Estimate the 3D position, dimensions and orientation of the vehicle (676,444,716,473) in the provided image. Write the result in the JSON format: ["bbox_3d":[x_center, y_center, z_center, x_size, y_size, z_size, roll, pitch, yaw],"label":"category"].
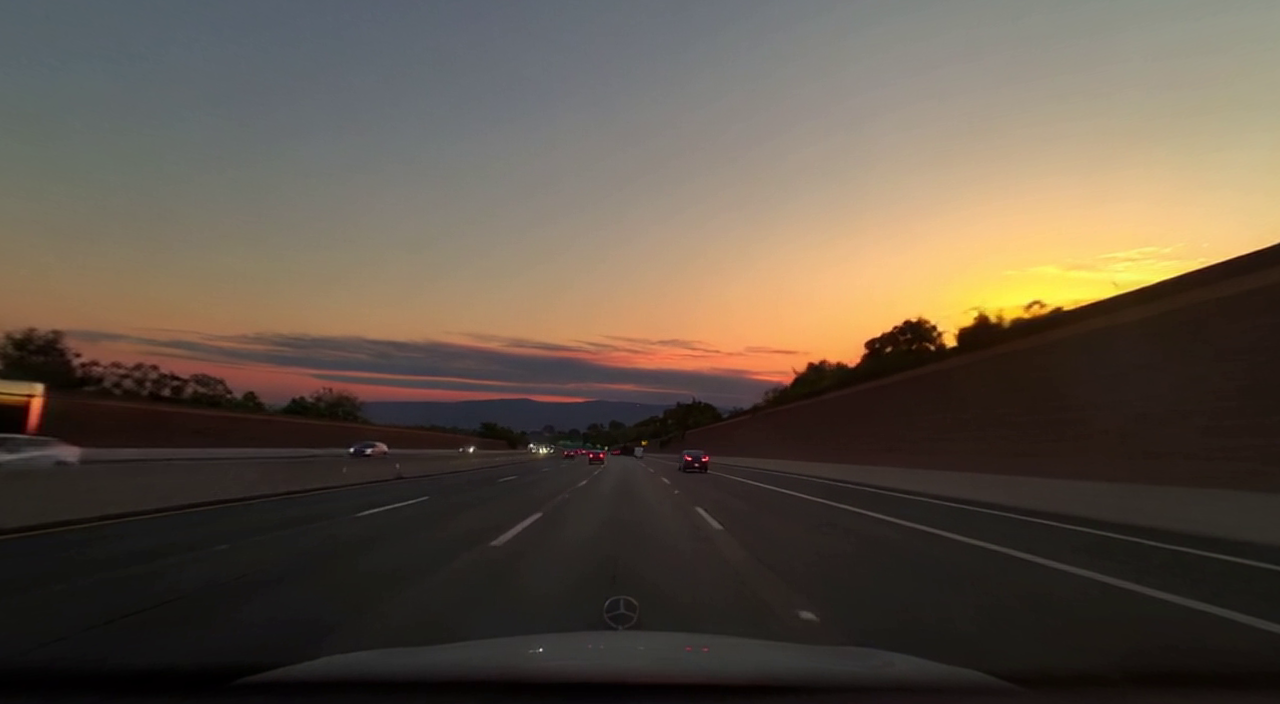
[{"bbox_3d":[3.134,6.101,35.967,1.895,1.555,4.030,0,-9,0],"label":"vehicle"}]
